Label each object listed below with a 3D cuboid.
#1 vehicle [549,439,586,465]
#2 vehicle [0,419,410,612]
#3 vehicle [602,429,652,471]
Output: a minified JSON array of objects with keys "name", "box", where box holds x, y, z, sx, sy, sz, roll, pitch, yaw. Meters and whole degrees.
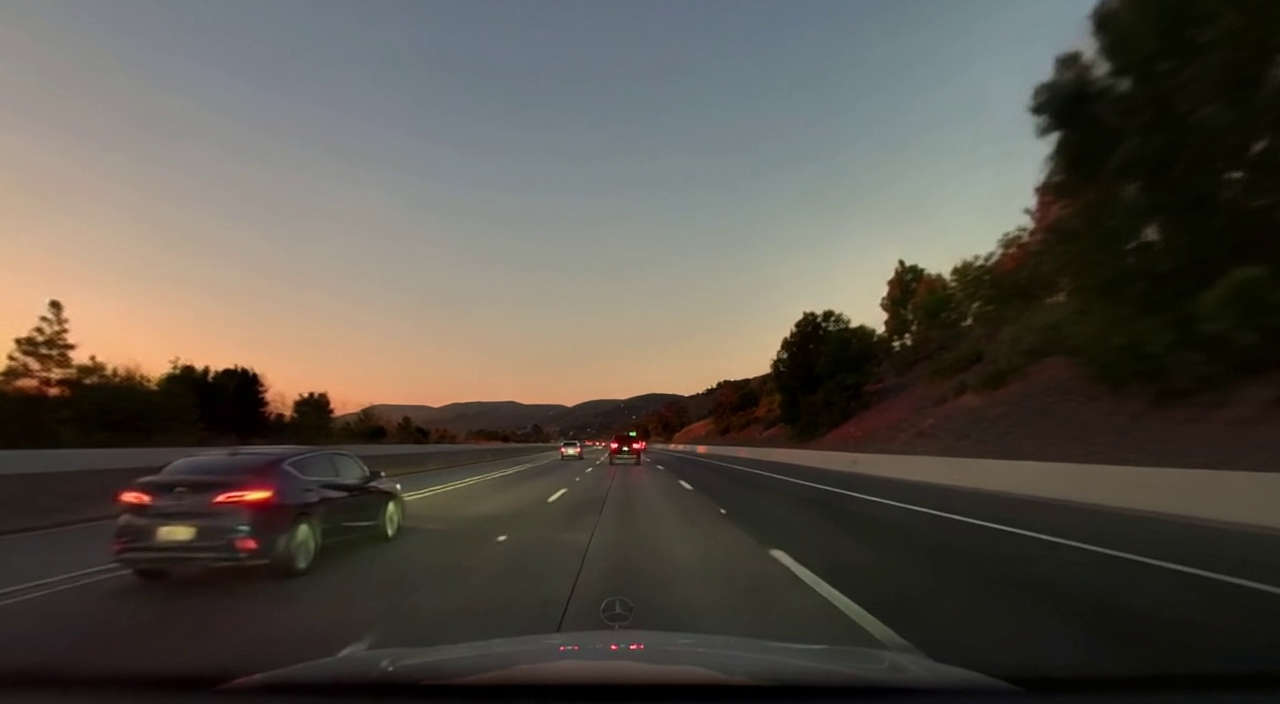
[{"name":"vehicle","box":[-4.799,6.657,42.062,2.039,1.602,4.317,0,-8,-1]},{"name":"vehicle","box":[-4.267,1.603,7.083,1.945,1.550,3.780,0,-8,0]},{"name":"vehicle","box":[-0.662,4.939,31.994,2.382,1.973,4.439,0,-8,-1]}]
